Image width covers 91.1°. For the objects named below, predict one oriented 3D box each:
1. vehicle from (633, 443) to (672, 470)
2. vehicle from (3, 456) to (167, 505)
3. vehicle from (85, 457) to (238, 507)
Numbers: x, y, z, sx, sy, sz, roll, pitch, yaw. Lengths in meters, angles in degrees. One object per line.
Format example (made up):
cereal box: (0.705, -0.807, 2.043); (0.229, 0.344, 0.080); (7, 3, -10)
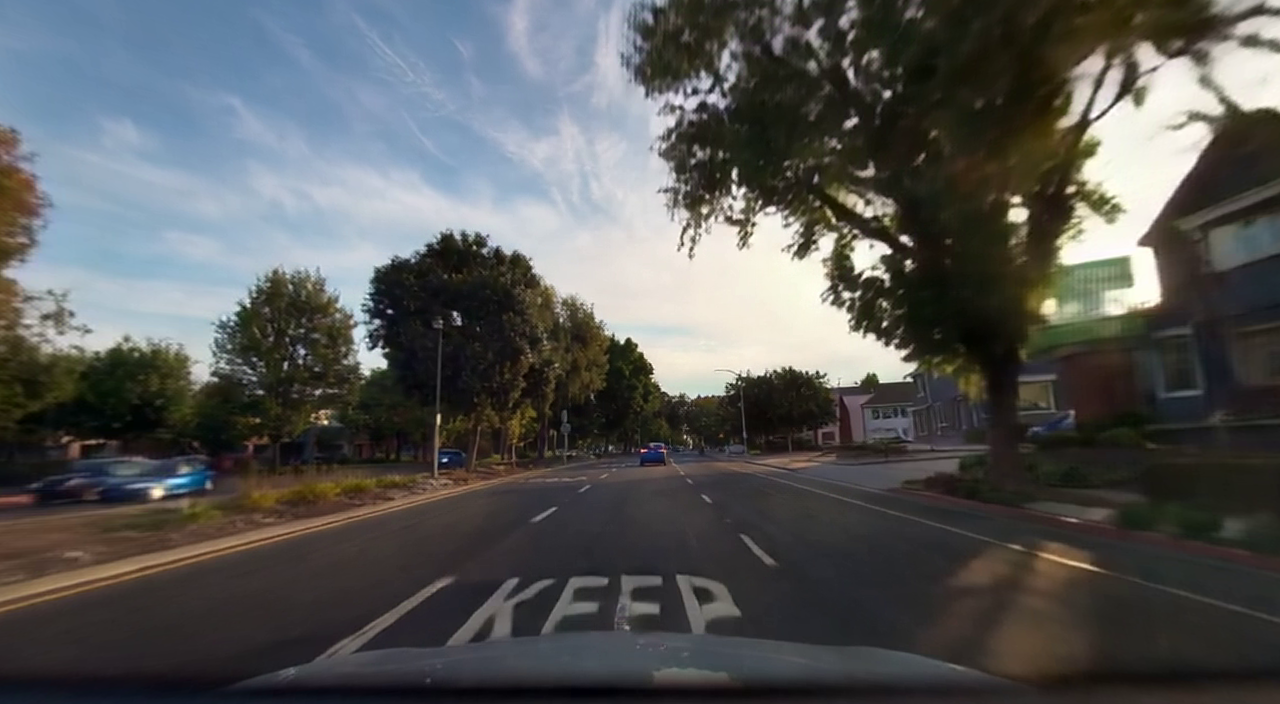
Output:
vehicle: (0.767, 6.210, 37.547); (2.144, 1.505, 4.128); (0, -9, 2)
vehicle: (-20.715, 4.773, 23.782); (1.936, 1.611, 4.584); (0, -9, 1)
vehicle: (-16.622, 4.501, 22.166); (1.824, 1.462, 4.520); (0, -9, 1)
